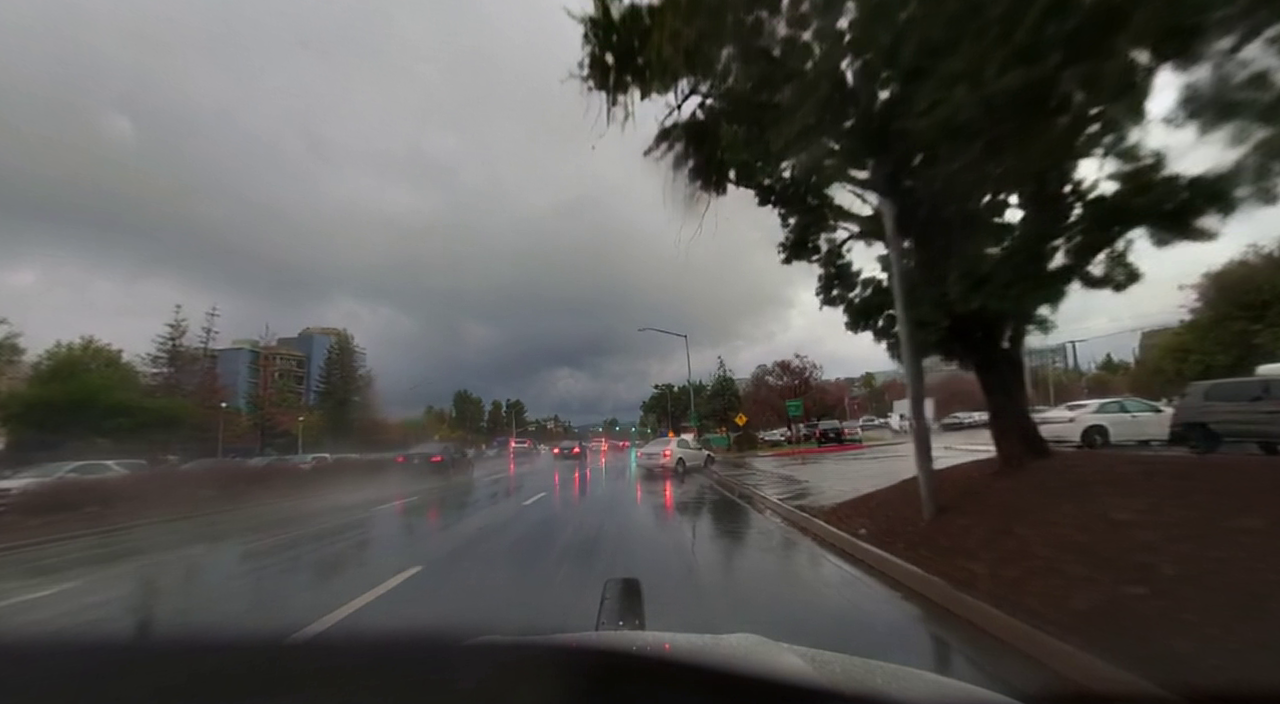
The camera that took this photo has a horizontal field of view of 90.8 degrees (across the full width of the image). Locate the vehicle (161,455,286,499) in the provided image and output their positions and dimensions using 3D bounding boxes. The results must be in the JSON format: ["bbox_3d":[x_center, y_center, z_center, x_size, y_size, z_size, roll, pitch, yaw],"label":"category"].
[{"bbox_3d":[-16.841,5.046,25.909,1.923,1.543,4.687,0,-8,0],"label":"vehicle"}]

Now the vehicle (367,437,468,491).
[{"bbox_3d":[-7.945,4.023,23.083,2.054,1.744,4.422,0,-8,0],"label":"vehicle"}]

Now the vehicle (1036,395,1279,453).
[{"bbox_3d":[14.020,2.000,17.222,4.993,1.487,2.064,0,-8,0],"label":"vehicle"}]

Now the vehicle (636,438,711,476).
[{"bbox_3d":[1.575,4.590,27.856,2.208,1.513,4.504,-3,-9,18],"label":"vehicle"}]

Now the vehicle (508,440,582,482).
[{"bbox_3d":[-3.680,4.297,25.279,2.235,1.500,4.420,0,-8,0],"label":"vehicle"}]

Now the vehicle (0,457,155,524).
[{"bbox_3d":[-16.828,3.913,18.402,1.858,1.612,4.398,0,-8,0],"label":"vehicle"}]

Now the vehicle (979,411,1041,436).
[{"bbox_3d":[27.156,5.326,46.510,1.992,1.498,4.667,-5,-9,5],"label":"vehicle"}]

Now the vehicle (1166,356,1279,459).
[{"bbox_3d":[13.485,1.062,11.512,5.633,1.705,2.433,0,-8,-1],"label":"vehicle"}]

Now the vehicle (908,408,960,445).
[{"bbox_3d":[18.219,4.725,39.418,2.569,2.081,6.193,-4,-9,23],"label":"vehicle"}]

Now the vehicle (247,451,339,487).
[{"bbox_3d":[-17.445,5.865,32.044,2.084,1.624,4.486,0,-8,0],"label":"vehicle"}]

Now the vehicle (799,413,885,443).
[{"bbox_3d":[13.893,5.308,43.757,5.161,1.993,2.293,0,-8,2],"label":"vehicle"}]
